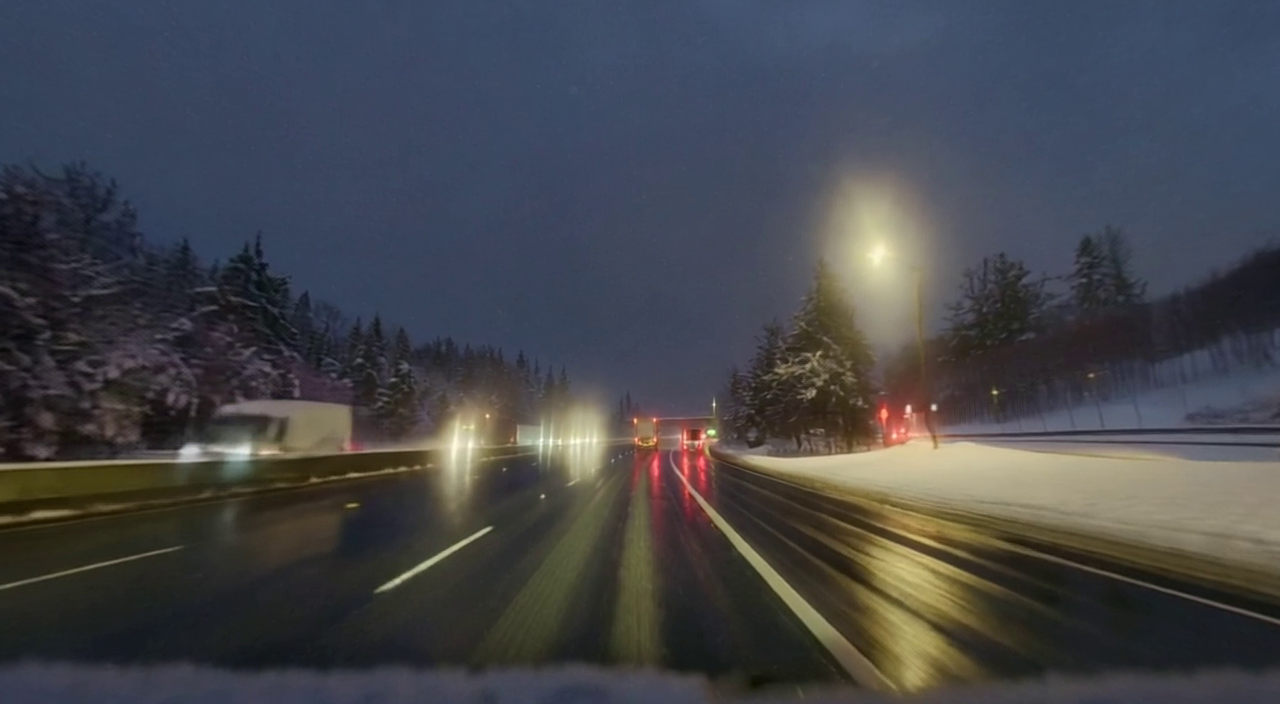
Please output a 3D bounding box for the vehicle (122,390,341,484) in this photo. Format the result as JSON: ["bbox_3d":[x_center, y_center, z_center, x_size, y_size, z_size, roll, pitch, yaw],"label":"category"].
[{"bbox_3d":[-12.093,2.640,19.608,2.324,2.410,6.566,0,-8,1],"label":"vehicle"}]

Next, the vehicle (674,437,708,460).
[{"bbox_3d":[3.535,6.753,44.355,2.069,1.476,4.197,0,-8,0],"label":"vehicle"}]
